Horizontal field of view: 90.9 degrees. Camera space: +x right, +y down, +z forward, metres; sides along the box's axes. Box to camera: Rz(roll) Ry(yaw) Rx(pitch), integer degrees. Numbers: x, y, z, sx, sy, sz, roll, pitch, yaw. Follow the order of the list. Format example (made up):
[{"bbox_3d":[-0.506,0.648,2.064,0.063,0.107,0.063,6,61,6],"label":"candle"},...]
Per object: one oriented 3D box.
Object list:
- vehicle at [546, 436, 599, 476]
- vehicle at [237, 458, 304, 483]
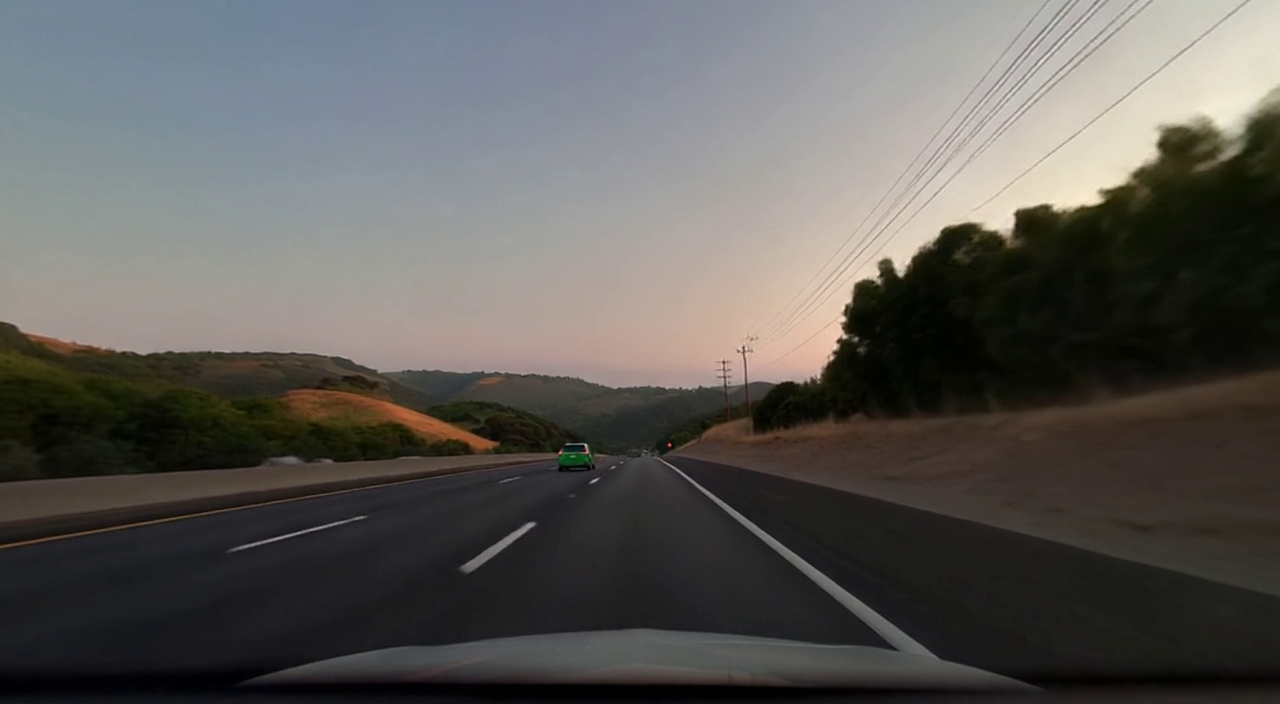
[{"bbox_3d":[-3.371,5.287,32.307,2.136,1.845,4.515,0,-8,1],"label":"vehicle"},{"bbox_3d":[-25.403,8.115,43.527,1.980,1.497,4.330,0,-8,0],"label":"vehicle"}]
